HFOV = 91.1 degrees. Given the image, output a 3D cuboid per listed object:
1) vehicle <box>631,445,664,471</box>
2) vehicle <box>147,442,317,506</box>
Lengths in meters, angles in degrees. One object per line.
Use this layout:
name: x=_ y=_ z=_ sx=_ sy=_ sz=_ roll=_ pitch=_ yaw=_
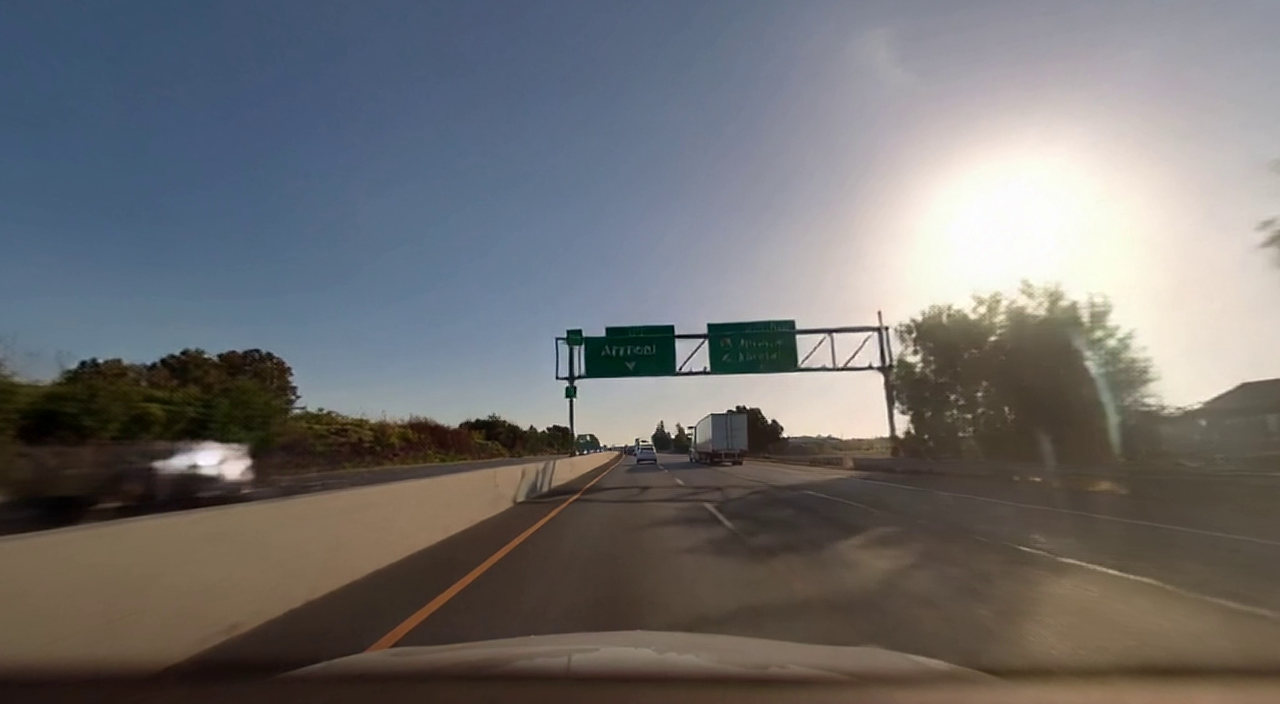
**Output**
vehicle: x=0.489 y=6.824 z=40.704 sx=2.024 sy=1.579 sz=3.707 roll=0 pitch=-9 yaw=0
vehicle: x=-11.685 y=3.505 z=18.499 sx=2.018 sy=1.610 sz=4.523 roll=0 pitch=-9 yaw=-1
